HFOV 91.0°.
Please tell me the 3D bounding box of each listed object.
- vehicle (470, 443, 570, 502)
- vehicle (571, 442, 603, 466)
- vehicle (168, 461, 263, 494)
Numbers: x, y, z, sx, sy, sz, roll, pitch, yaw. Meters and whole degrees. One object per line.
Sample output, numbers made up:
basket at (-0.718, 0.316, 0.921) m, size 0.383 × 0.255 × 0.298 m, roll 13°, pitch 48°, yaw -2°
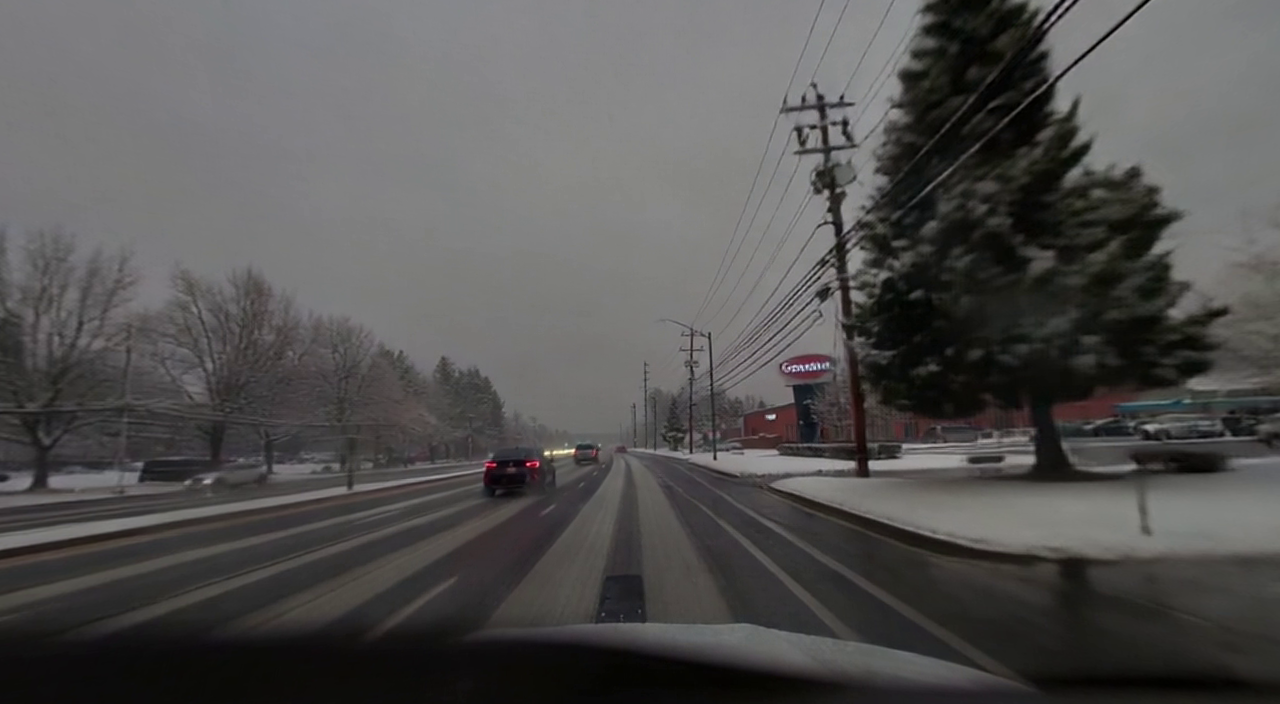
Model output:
vehicle at (-3.286, 3.375, 18.145) m, size 1.942 × 1.469 × 4.426 m, roll 0°, pitch -9°, yaw 1°
vehicle at (-4.046, 7.861, 48.636) m, size 2.087 × 1.736 × 4.311 m, roll 0°, pitch -9°, yaw -1°
vehicle at (-25.207, 7.441, 37.611) m, size 1.973 × 1.695 × 4.541 m, roll -1°, pitch -9°, yaw 11°
